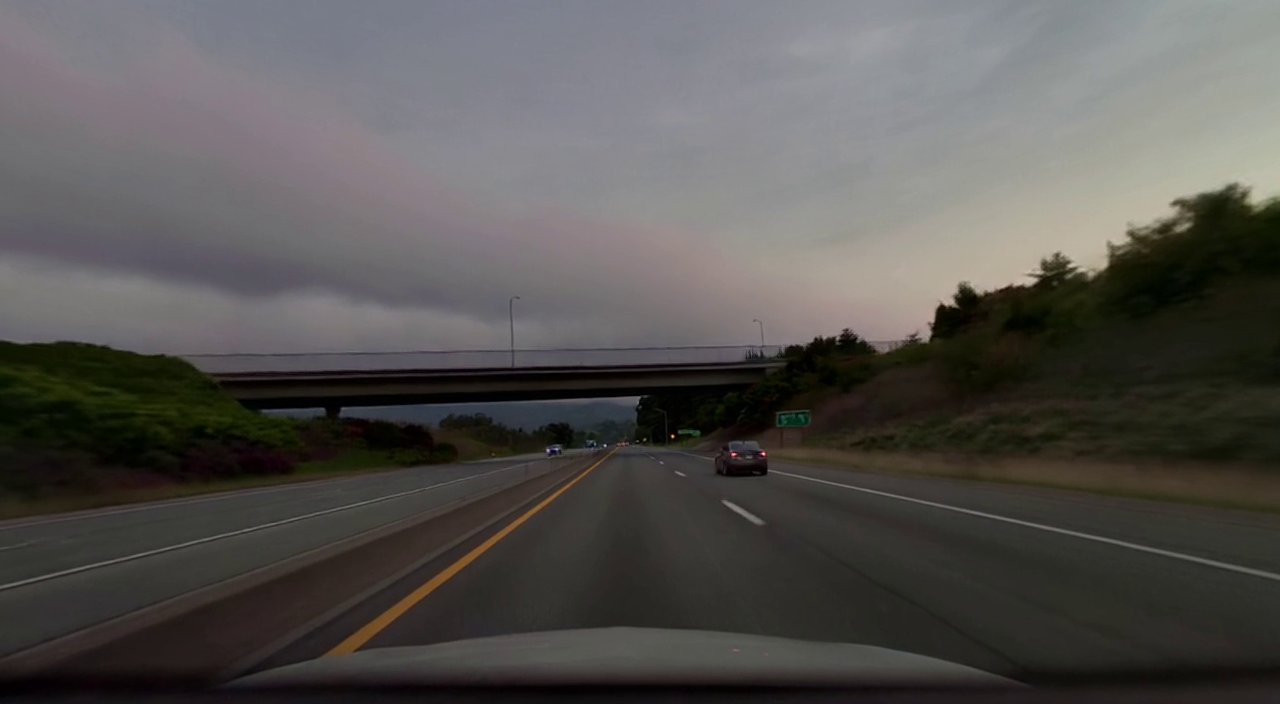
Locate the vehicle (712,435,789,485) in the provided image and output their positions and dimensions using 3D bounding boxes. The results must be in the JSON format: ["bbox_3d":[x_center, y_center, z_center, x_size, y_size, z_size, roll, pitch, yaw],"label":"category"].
[{"bbox_3d":[3.564,3.530,20.920,1.781,1.470,3.540,0,-8,-2],"label":"vehicle"}]
